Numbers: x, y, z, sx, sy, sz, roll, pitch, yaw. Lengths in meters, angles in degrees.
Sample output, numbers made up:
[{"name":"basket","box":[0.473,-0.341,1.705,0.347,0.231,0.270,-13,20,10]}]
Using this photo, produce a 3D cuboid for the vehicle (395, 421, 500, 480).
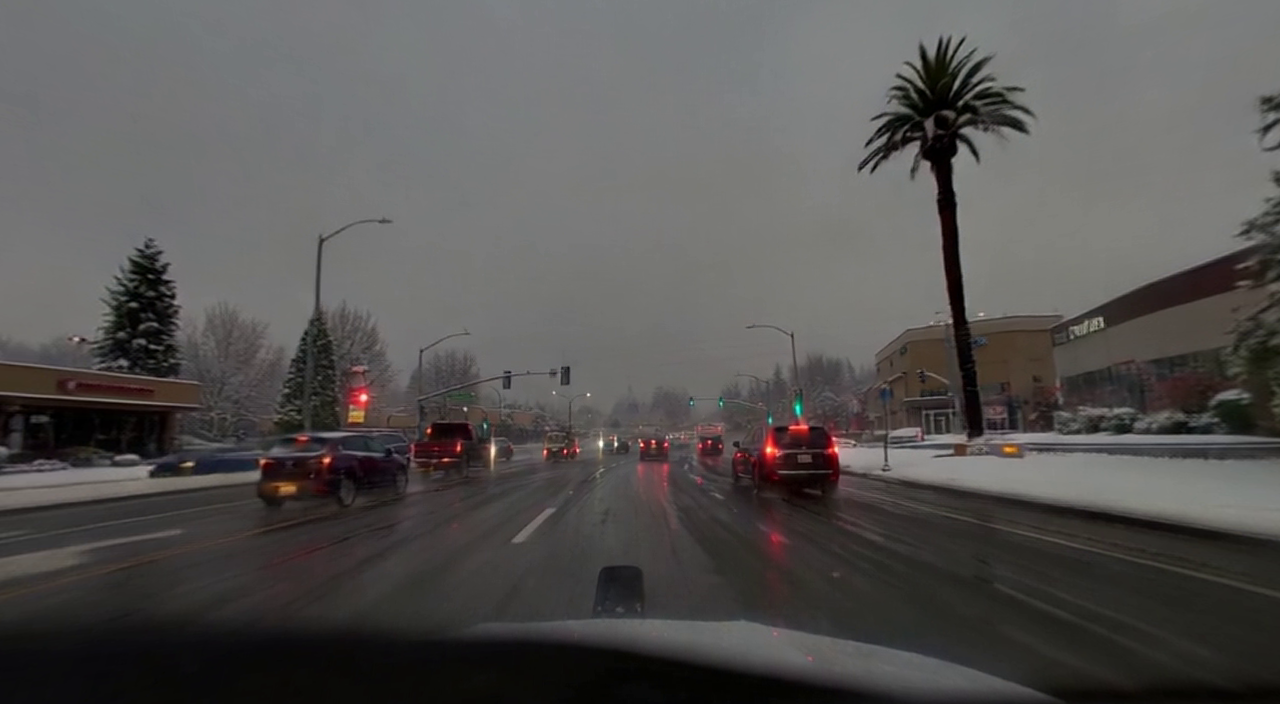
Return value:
[{"name":"vehicle","box":[-6.774,3.536,22.865,2.127,1.888,4.637,-1,-8,2]}]

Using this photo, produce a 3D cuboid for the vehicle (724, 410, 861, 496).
[{"name":"vehicle","box":[3.798,2.653,16.911,2.267,1.931,5.145,0,-8,-1]}]

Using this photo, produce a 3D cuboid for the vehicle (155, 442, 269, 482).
[{"name":"vehicle","box":[-20.095,5.159,29.958,1.978,1.693,4.463,-1,-8,5]}]

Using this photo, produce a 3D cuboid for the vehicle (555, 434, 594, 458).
[{"name":"vehicle","box":[-4.793,6.997,46.907,2.041,1.660,4.371,-1,-8,6]}]

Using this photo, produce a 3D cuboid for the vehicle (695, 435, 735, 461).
[{"name":"vehicle","box":[4.614,5.949,39.316,2.149,1.532,4.168,-1,-8,2]}]

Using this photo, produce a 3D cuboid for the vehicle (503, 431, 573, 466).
[{"name":"vehicle","box":[-5.390,5.200,34.163,2.088,1.746,4.650,-2,-9,13]}]

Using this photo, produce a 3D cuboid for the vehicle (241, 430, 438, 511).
[{"name":"vehicle","box":[-6.385,2.564,14.257,1.935,1.483,4.973,0,-8,1]}]

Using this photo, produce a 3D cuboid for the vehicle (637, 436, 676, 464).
[{"name":"vehicle","box":[0.991,5.478,35.468,2.057,1.492,3.825,-1,-8,4]}]
